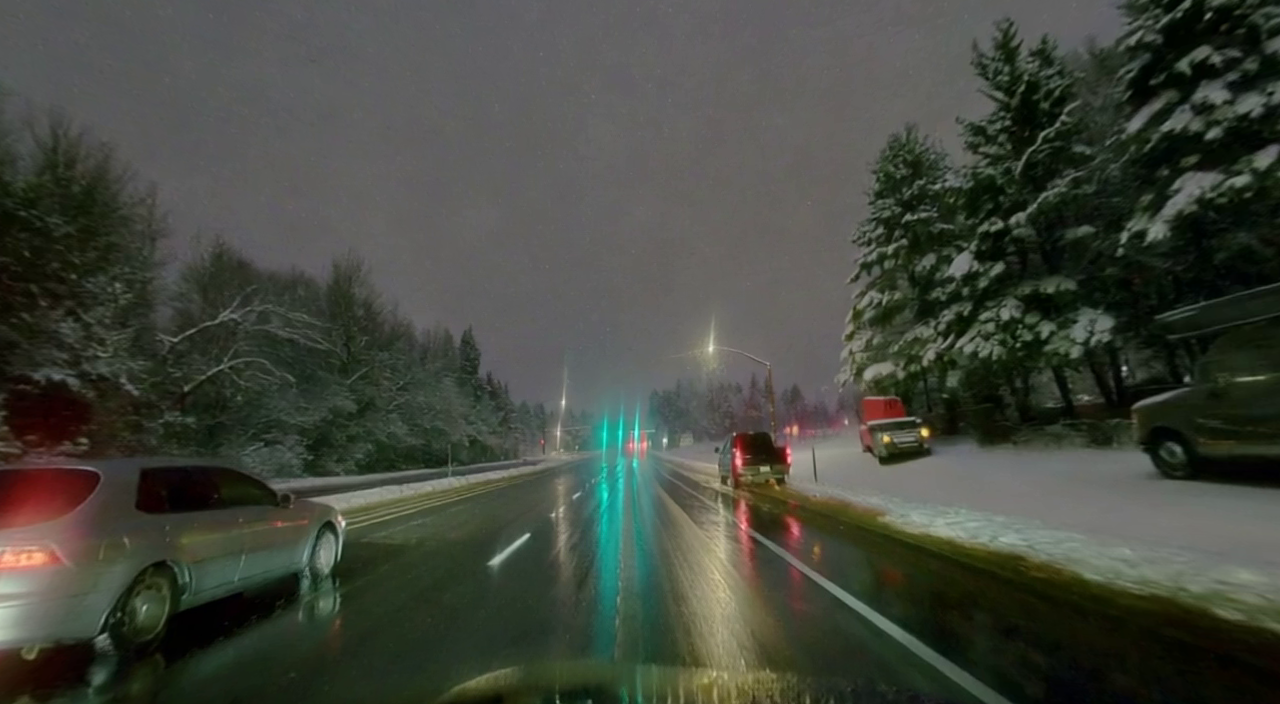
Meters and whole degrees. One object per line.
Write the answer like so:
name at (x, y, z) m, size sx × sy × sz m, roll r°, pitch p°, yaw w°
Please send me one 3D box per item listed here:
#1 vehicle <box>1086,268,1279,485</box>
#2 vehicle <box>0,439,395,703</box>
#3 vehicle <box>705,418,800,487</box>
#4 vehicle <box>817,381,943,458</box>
vehicle at (13.416, 0.011, 9.865) m, size 2.952 × 3.965 × 13.114 m, roll -5°, pitch -10°, yaw -1°
vehicle at (-3.889, 1.485, 5.333) m, size 1.946 × 1.437 × 4.154 m, roll 0°, pitch -8°, yaw 0°
vehicle at (4.343, 4.082, 25.952) m, size 2.554 × 2.388 × 6.973 m, roll 0°, pitch -8°, yaw 0°
vehicle at (13.637, 4.243, 37.563) m, size 2.862 × 3.816 × 12.219 m, roll 0°, pitch -8°, yaw 1°
